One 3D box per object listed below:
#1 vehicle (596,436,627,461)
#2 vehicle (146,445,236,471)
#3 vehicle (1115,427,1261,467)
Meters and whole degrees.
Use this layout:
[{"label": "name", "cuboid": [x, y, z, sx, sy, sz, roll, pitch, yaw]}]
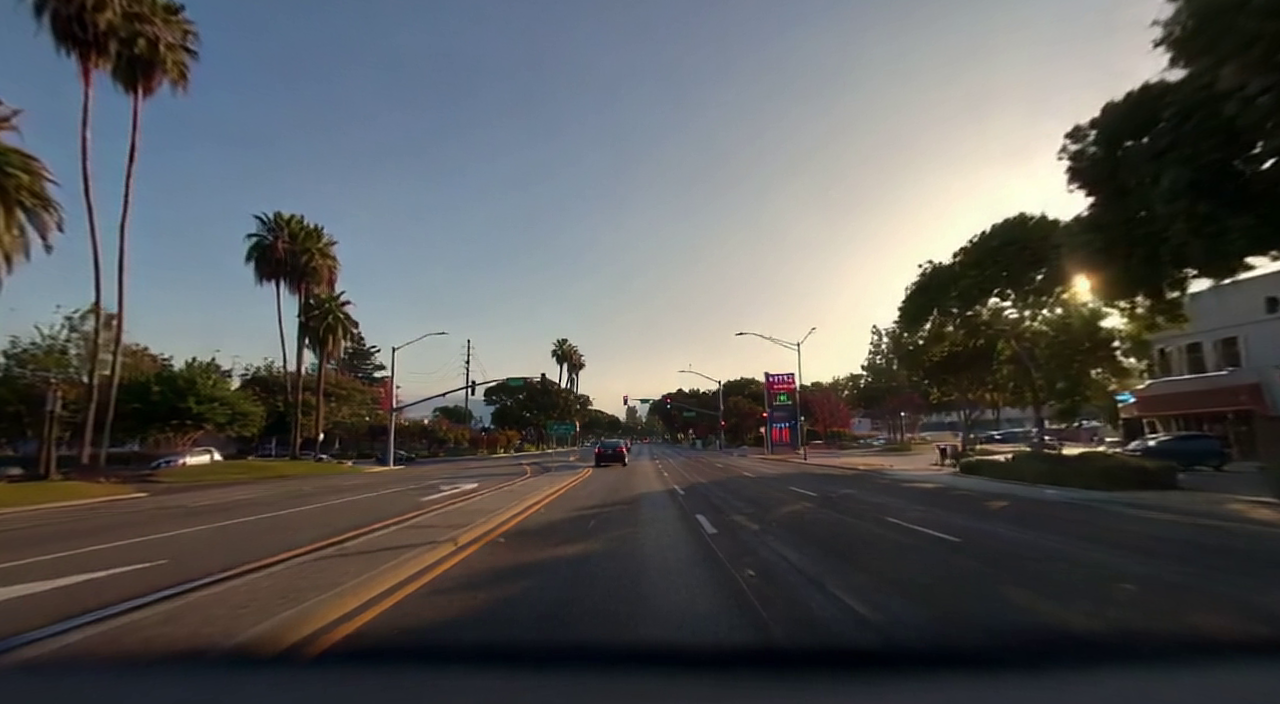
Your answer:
[{"label": "vehicle", "cuboid": [-2.071, 6.858, 44.983, 1.990, 1.639, 3.885, 1, -8, -6]}, {"label": "vehicle", "cuboid": [-31.724, 7.464, 44.895, 2.099, 1.731, 5.736, 0, -8, 1]}, {"label": "vehicle", "cuboid": [25.590, 4.455, 29.636, 4.918, 1.814, 2.014, 0, -8, 0]}]
